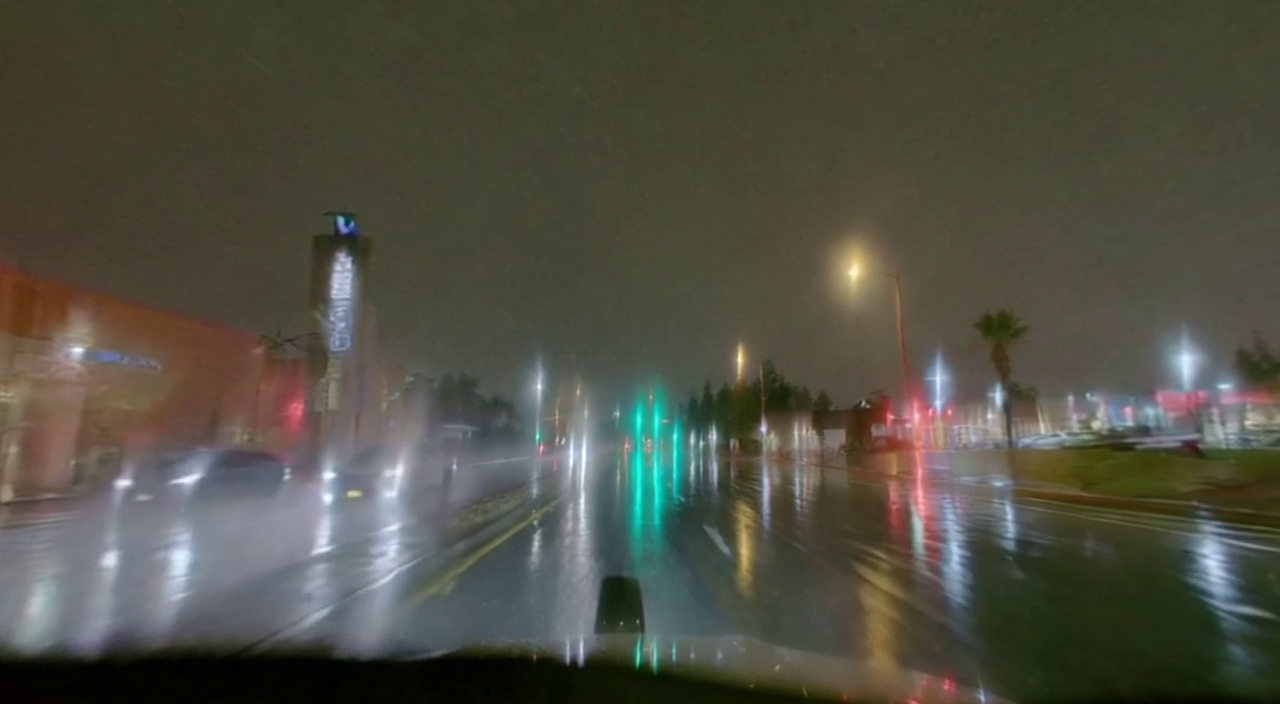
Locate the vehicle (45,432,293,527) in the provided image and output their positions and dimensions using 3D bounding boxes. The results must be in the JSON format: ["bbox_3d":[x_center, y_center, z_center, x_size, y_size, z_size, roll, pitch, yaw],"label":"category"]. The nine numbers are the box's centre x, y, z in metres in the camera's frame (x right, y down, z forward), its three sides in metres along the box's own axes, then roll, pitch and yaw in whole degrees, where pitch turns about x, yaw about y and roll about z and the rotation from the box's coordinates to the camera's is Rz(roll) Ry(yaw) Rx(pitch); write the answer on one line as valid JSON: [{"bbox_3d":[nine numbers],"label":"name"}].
[{"bbox_3d":[-9.707,2.623,13.608,1.954,1.694,4.310,0,-8,1],"label":"vehicle"}]

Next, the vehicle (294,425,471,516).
[{"bbox_3d":[-5.644,2.638,14.645,2.129,1.748,4.555,0,-8,1],"label":"vehicle"}]
